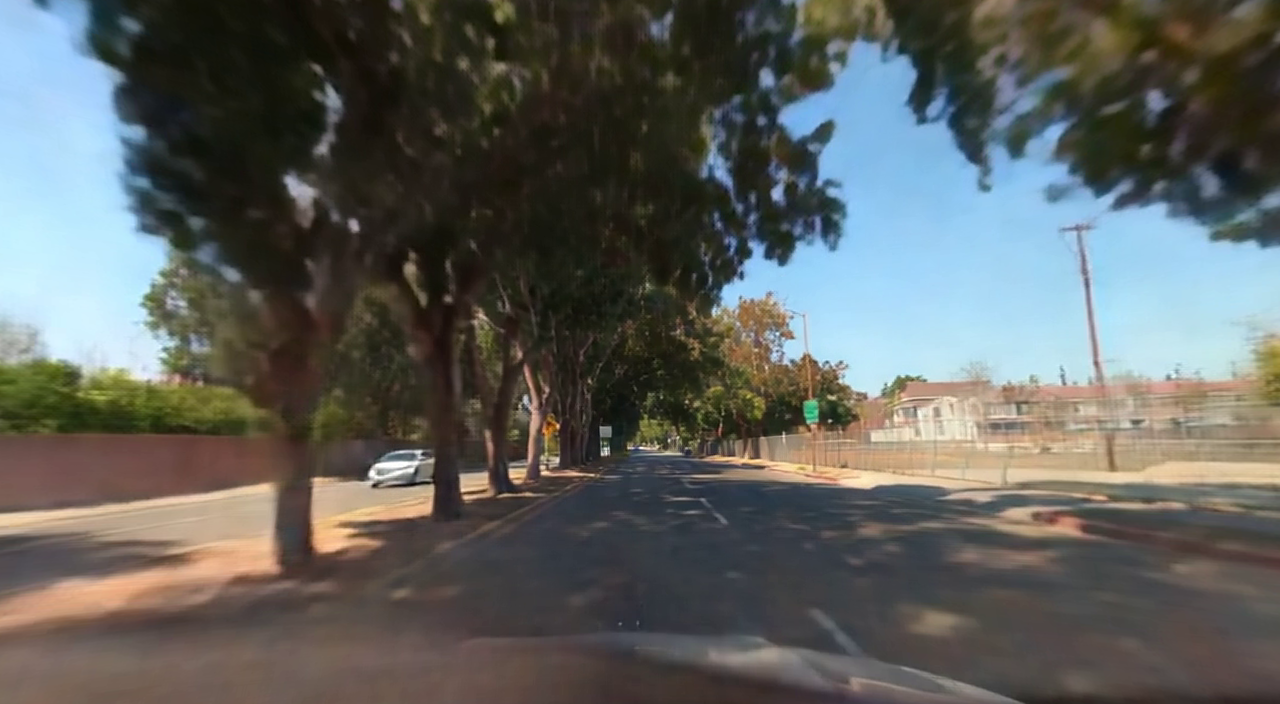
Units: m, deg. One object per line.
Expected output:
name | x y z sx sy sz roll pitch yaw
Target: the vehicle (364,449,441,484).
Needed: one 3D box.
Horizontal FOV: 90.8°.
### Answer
vehicle | -10.834 5.248 29.208 1.825 1.473 4.357 0 -9 1
